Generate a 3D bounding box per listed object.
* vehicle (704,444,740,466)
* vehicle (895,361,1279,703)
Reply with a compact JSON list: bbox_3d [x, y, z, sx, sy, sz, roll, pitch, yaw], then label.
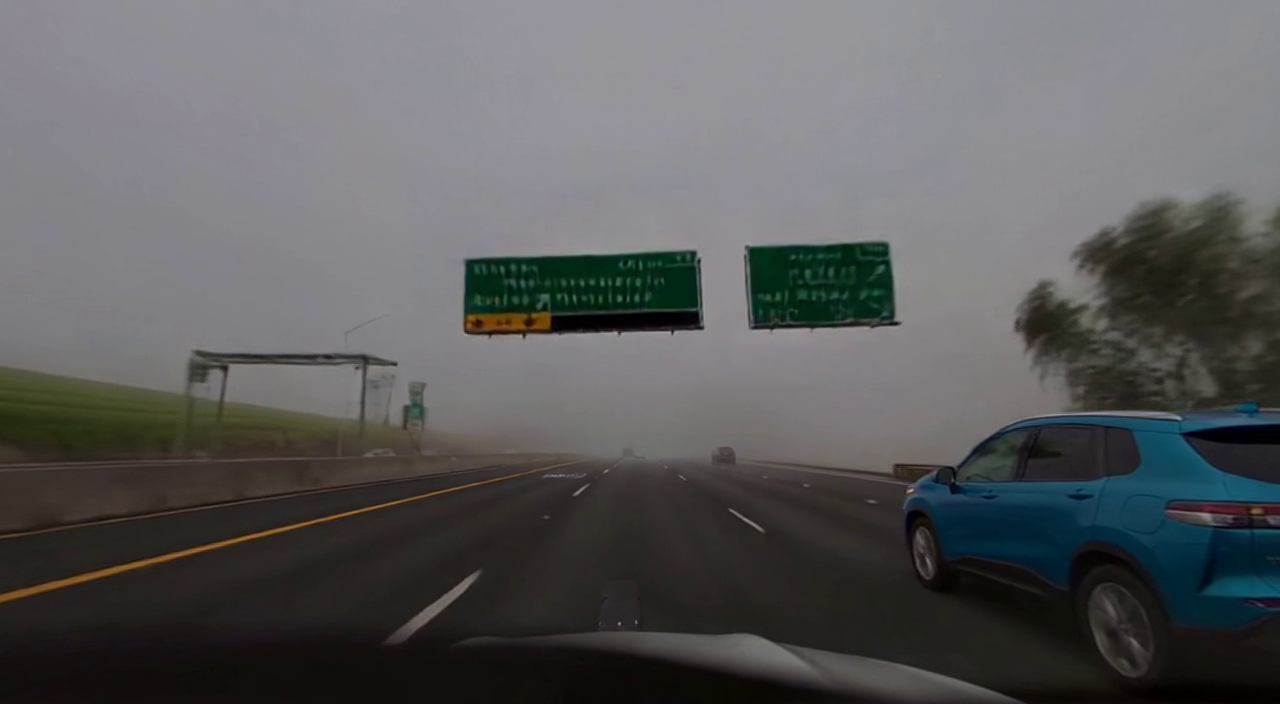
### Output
[{"bbox_3d":[6.422,8.149,49.570,2.006,1.652,4.417,0,-9,-3],"label":"vehicle"},{"bbox_3d":[3.491,1.156,4.163,1.784,1.733,4.141,0,-9,-1],"label":"vehicle"}]
